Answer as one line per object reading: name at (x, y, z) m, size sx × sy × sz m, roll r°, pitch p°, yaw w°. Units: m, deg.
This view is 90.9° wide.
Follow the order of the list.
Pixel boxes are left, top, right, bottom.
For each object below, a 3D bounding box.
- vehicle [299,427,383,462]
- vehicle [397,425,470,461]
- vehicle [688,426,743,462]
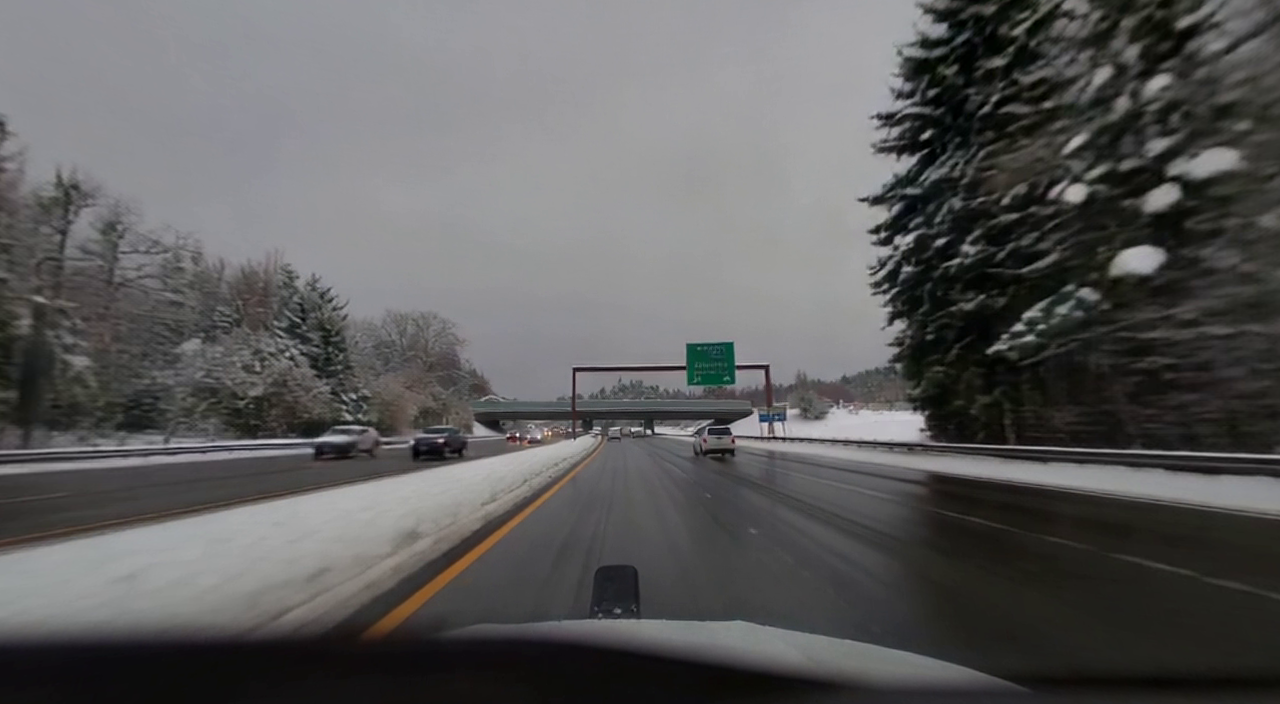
vehicle at (-13.454, 4.175, 28.636) m, size 1.929 × 1.465 × 3.997 m, roll 0°, pitch -7°, yaw -2°
vehicle at (-9.415, 4.155, 29.072) m, size 2.070 × 1.520 × 4.122 m, roll 0°, pitch -7°, yaw -2°
vehicle at (3.487, 4.314, 29.763) m, size 1.938 × 1.578 × 3.764 m, roll 0°, pitch -8°, yaw -3°
